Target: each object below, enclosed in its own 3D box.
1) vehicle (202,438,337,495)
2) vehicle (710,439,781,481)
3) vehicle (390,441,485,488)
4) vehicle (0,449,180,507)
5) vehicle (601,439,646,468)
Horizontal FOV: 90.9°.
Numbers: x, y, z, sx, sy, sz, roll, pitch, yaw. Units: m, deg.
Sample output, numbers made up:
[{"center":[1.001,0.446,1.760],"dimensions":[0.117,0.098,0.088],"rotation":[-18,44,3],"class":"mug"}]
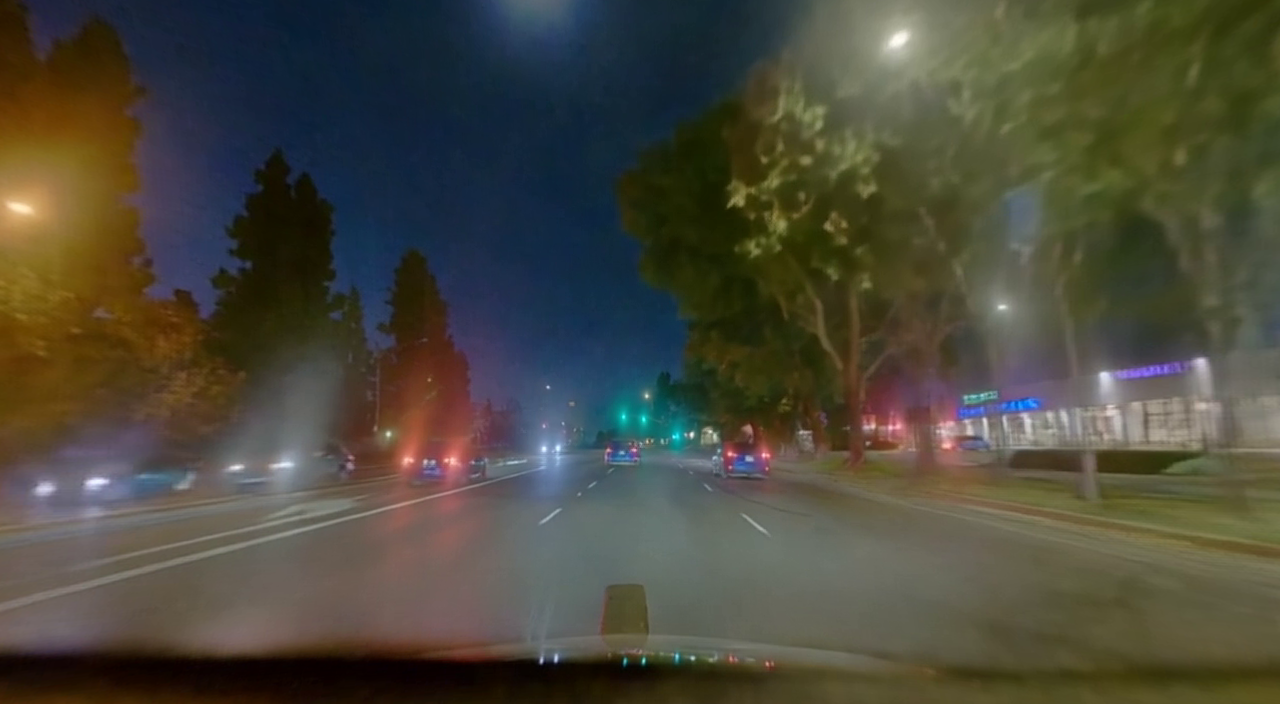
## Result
[{"center":[-12.069,3.719,20.922],"dimensions":[1.944,1.662,4.160],"rotation":[0,-8,0],"class":"vehicle"},{"center":[4.043,4.214,24.935],"dimensions":[1.977,1.474,4.399],"rotation":[0,-8,-1],"class":"vehicle"},{"center":[-6.810,3.798,21.709],"dimensions":[1.993,1.444,3.965],"rotation":[0,-8,-1],"class":"vehicle"},{"center":[-16.190,3.632,18.676],"dimensions":[1.841,1.479,4.286],"rotation":[0,-8,1],"class":"vehicle"},{"center":[-0.825,5.512,34.441],"dimensions":[2.001,1.504,4.212],"rotation":[-1,-8,4],"class":"vehicle"}]
